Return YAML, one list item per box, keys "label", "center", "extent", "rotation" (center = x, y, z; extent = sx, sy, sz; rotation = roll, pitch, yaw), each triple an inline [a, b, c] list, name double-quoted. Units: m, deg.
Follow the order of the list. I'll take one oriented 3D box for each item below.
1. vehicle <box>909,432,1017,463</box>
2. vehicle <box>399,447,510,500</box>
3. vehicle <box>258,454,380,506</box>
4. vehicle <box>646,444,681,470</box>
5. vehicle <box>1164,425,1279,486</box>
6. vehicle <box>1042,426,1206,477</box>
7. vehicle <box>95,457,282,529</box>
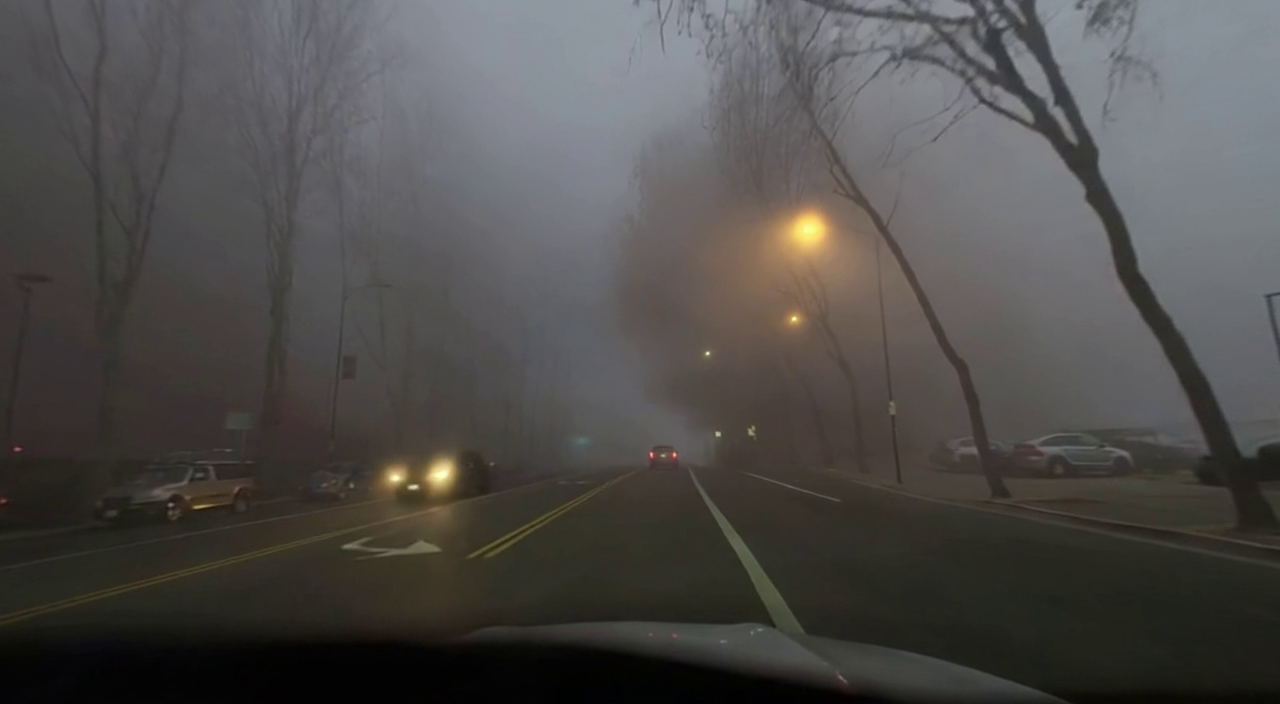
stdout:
- label: "vehicle"
  center: [16.624, 4.936, 32.677]
  extent: [4.540, 1.547, 1.841]
  rotation: [-1, -8, 5]
- label: "vehicle"
  center: [-5.787, 3.819, 20.318]
  extent: [1.993, 1.463, 4.265]
  rotation: [0, -8, 4]
- label: "vehicle"
  center: [-11.998, 4.776, 24.068]
  extent: [2.016, 1.627, 4.742]
  rotation: [-3, -8, 3]
- label: "vehicle"
  center: [1.463, 6.370, 38.505]
  extent: [2.051, 1.454, 4.132]
  rotation: [0, -8, 3]
- label: "vehicle"
  center: [16.189, 2.604, 16.001]
  extent: [3.620, 1.412, 2.472]
  rotation: [0, -8, 3]
- label: "vehicle"
  center: [16.240, 3.360, 21.360]
  extent: [3.922, 1.420, 1.784]
  rotation: [-4, -9, 3]
- label: "vehicle"
  center: [-12.357, 3.816, 17.704]
  extent: [1.997, 1.668, 4.084]
  rotation: [0, -8, 4]
